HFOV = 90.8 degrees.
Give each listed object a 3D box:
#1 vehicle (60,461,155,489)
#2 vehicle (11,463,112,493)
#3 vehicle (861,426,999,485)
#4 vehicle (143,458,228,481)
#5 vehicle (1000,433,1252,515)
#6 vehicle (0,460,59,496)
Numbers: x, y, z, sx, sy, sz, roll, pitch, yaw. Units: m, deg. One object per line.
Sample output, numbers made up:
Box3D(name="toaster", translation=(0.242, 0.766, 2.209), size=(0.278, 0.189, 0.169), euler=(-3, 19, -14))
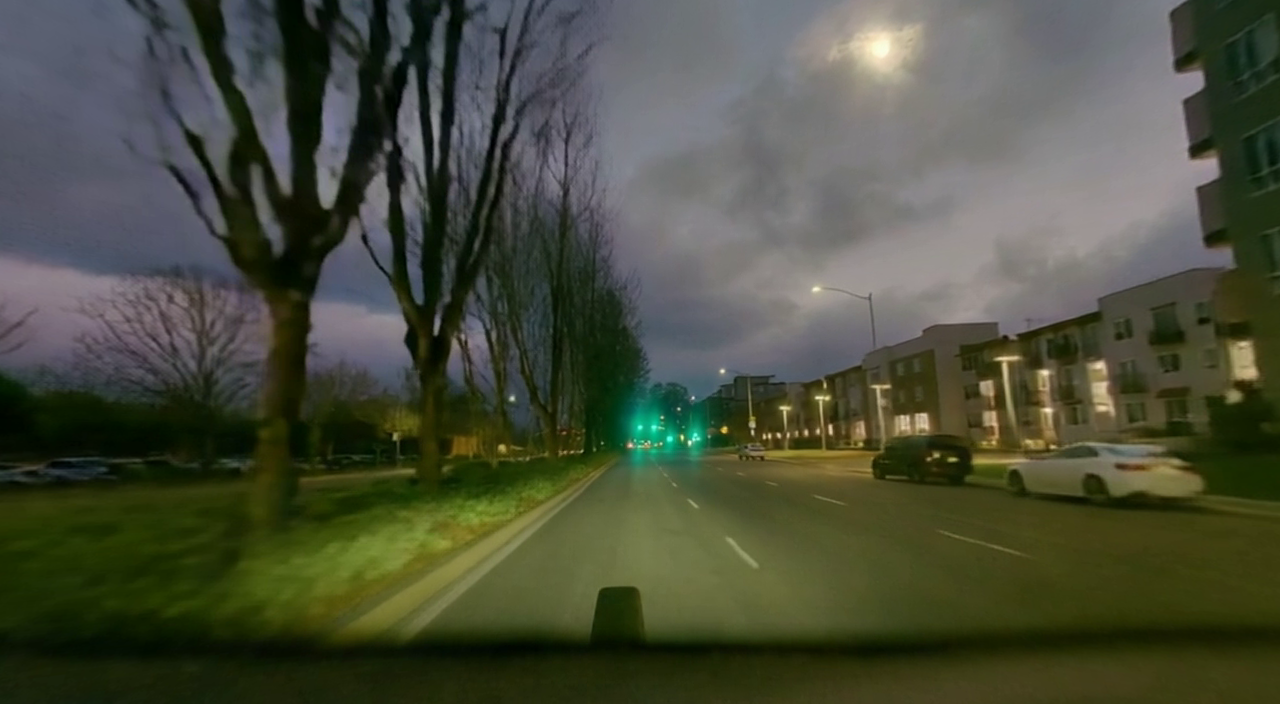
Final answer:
Box3D(name="vehicle", translation=(-31.507, 7.271, 37.445), size=(3.899, 1.490, 1.970), euler=(-1, -8, 4))
Box3D(name="vehicle", translation=(-31.617, 6.879, 34.591), size=(3.717, 1.490, 1.956), euler=(-1, -8, 5))
Box3D(name="vehicle", translation=(9.928, 3.593, 22.207), size=(2.272, 1.843, 4.913), euler=(0, -8, -3))
Box3D(name="vehicle", translation=(-30.826, 7.960, 42.917), size=(4.289, 1.480, 1.890), euler=(0, -8, 1))
Box3D(name="vehicle", translation=(10.147, 2.550, 13.785), size=(1.964, 1.477, 4.459), euler=(0, -8, 0))
Box3D(name="vehicle", translation=(-32.268, 6.327, 31.980), size=(3.953, 1.672, 1.984), euler=(-1, -9, 9))
